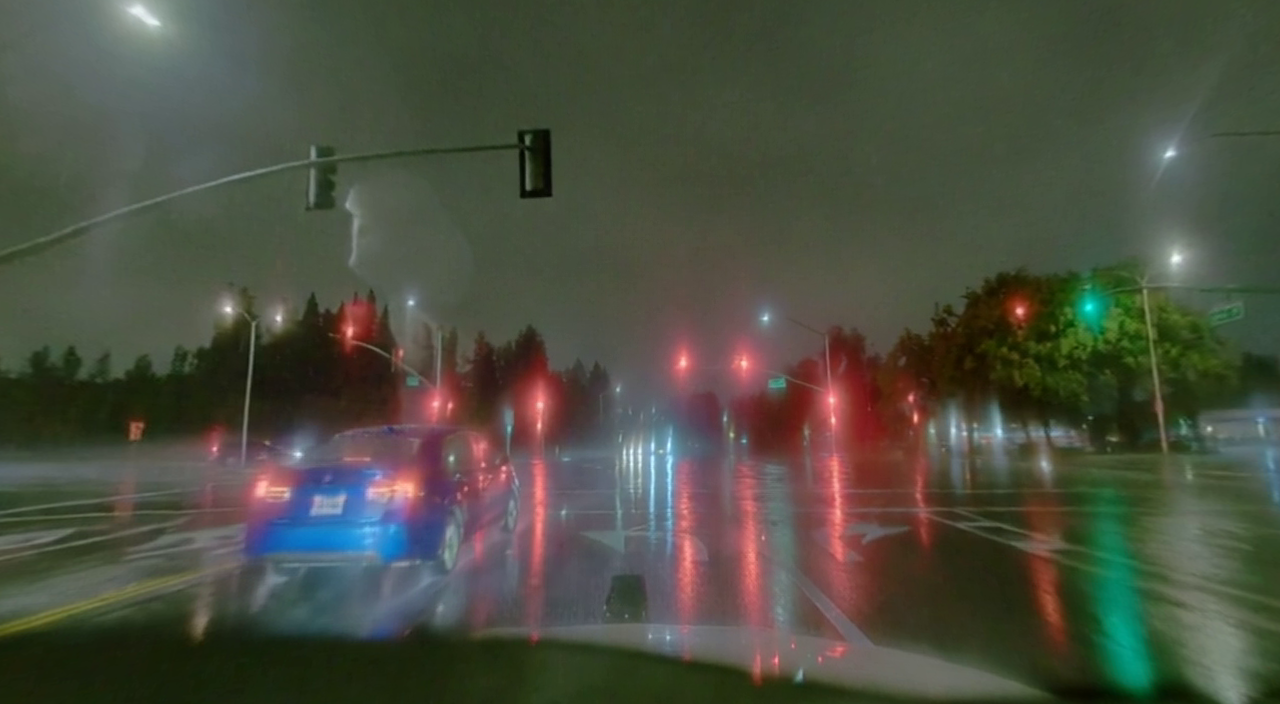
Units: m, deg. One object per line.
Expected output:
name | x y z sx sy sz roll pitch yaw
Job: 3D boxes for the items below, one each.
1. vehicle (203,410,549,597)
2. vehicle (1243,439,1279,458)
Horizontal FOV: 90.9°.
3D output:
vehicle | -2.612 1.607 7.550 2.055 1.573 4.065 -1 -9 6
vehicle | 49.759 7.548 49.416 1.574 1.369 3.611 -1 -7 8
